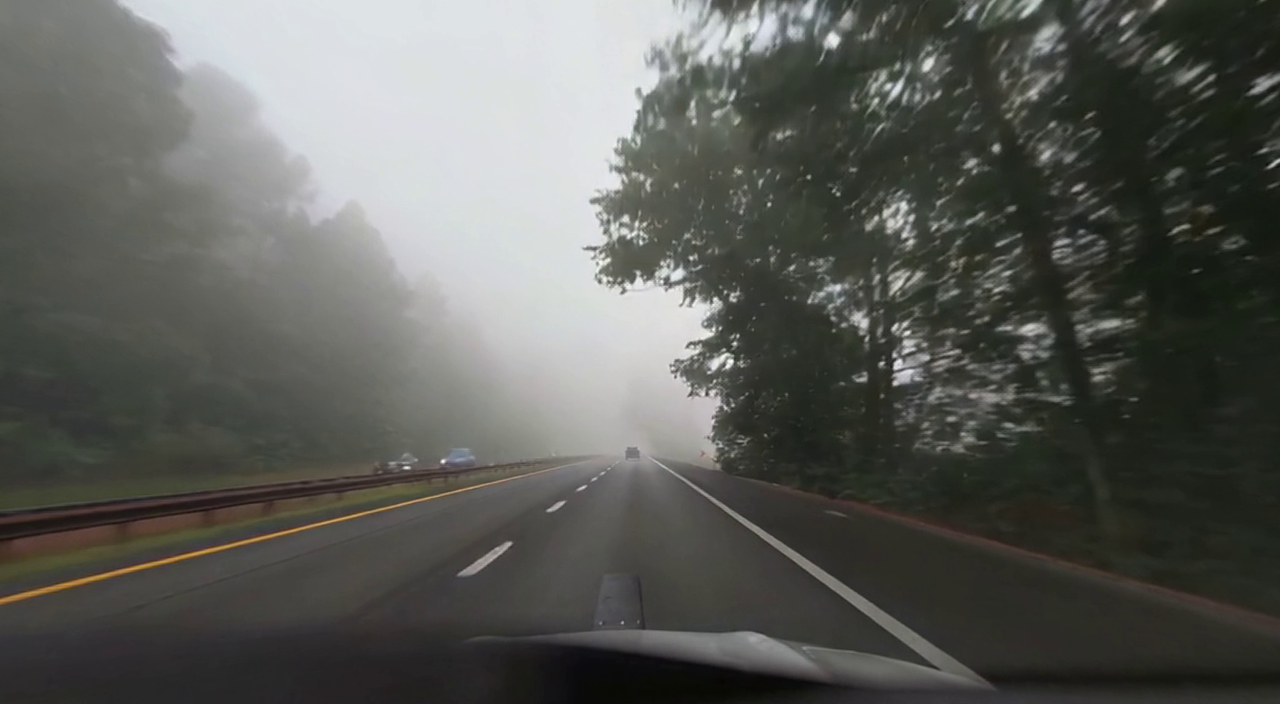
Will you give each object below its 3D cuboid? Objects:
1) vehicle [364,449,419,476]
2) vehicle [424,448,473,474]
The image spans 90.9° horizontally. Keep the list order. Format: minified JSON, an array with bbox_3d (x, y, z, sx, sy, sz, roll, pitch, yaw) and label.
[{"bbox_3d":[-17.428,7.758,44.440,1.975,1.761,4.563,0,-9,0],"label":"vehicle"},{"bbox_3d":[-13.510,7.688,44.704,1.999,1.676,4.634,0,-9,0],"label":"vehicle"}]
